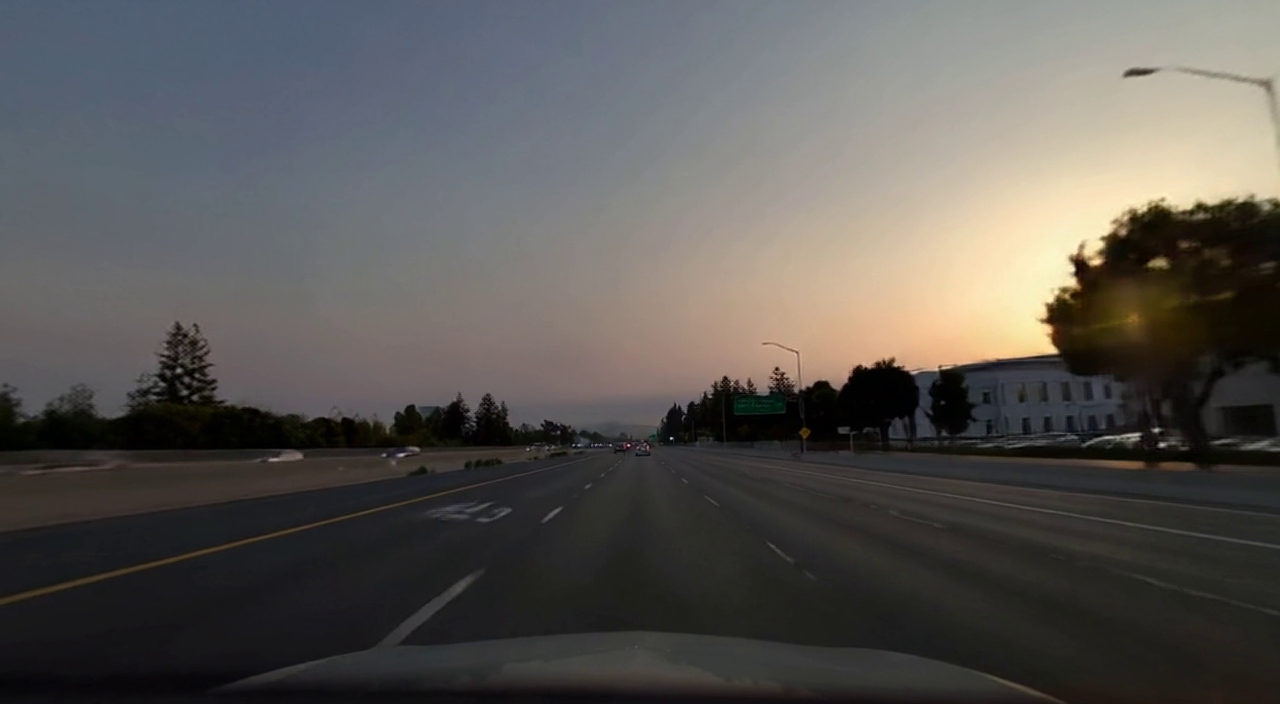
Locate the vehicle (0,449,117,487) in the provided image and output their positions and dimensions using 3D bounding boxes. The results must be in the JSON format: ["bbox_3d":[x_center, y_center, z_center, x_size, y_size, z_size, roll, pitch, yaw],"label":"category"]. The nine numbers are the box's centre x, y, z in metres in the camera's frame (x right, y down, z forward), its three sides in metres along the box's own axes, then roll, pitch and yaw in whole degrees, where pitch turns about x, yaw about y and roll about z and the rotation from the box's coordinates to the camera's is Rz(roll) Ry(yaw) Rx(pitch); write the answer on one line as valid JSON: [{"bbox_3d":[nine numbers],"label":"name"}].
[{"bbox_3d":[-25.544,4.969,27.372,1.837,1.492,4.280,0,-9,1],"label":"vehicle"}]
